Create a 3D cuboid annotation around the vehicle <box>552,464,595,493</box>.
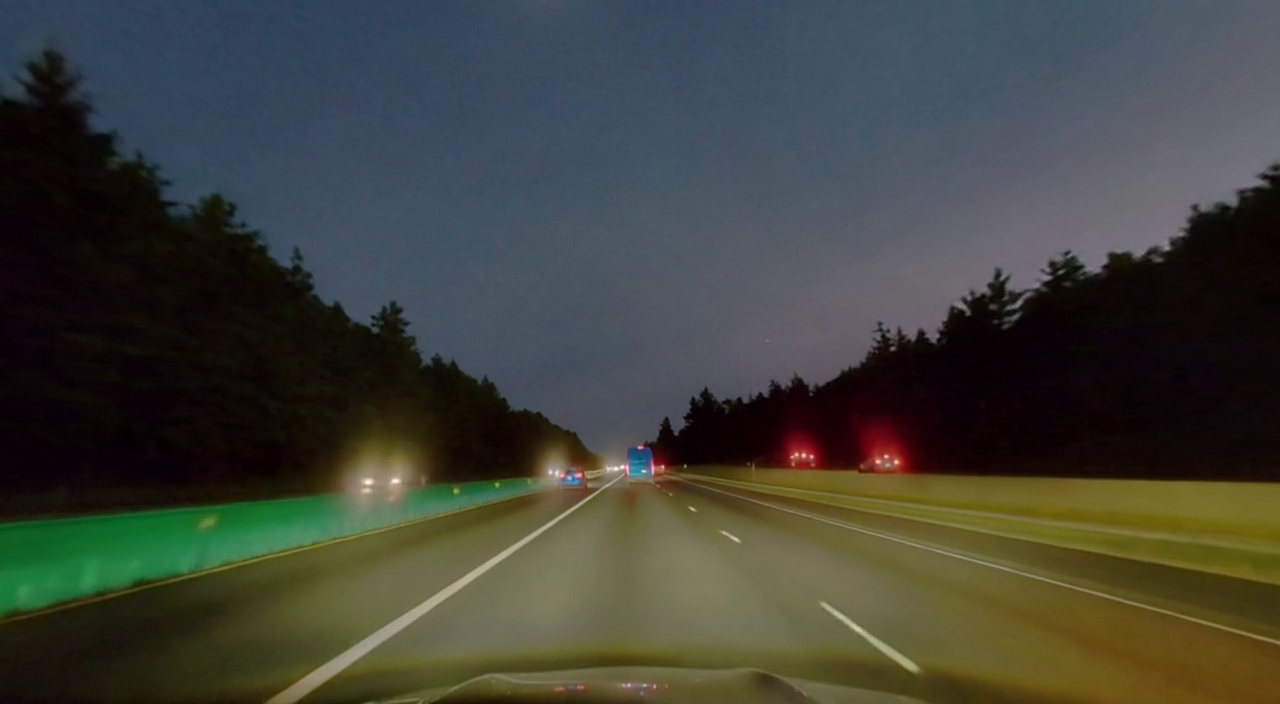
[{"bbox_3d":[-3.725,7.185,35.853,2.038,1.490,4.391,1,-11,-1],"label":"vehicle"}]
